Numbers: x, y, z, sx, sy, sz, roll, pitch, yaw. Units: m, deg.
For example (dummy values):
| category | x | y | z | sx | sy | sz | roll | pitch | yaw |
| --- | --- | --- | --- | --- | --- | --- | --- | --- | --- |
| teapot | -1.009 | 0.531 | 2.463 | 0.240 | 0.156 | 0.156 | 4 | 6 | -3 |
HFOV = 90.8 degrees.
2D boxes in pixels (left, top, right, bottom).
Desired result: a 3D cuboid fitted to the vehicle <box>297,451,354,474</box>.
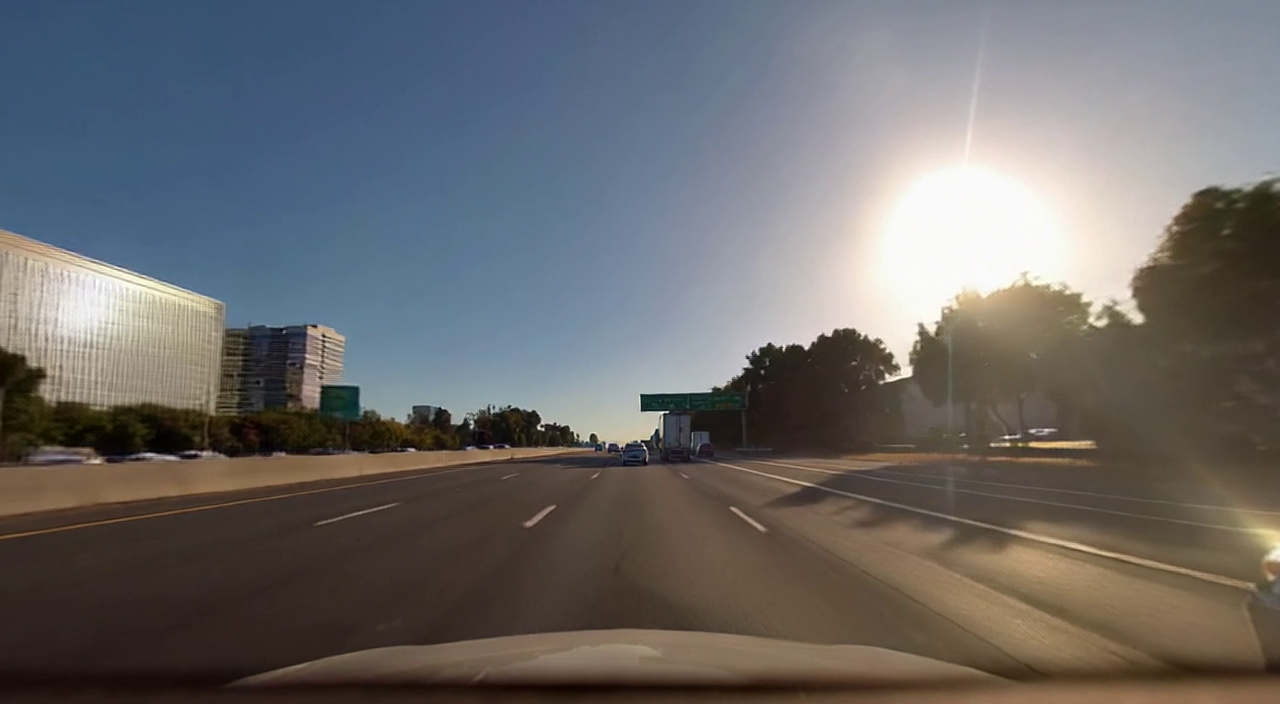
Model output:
| category | x | y | z | sx | sy | sz | roll | pitch | yaw |
| --- | --- | --- | --- | --- | --- | --- | --- | --- | --- |
| vehicle | -22.120 | 7.765 | 44.662 | 1.795 | 1.438 | 4.403 | 0 | -8 | 0 |

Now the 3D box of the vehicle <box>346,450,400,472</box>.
| category | x | y | z | sx | sy | sz | roll | pitch | yaw |
| --- | --- | --- | --- | --- | --- | --- | --- | --- | --- |
| vehicle | -18.688 | 7.636 | 44.418 | 1.898 | 1.438 | 4.179 | 0 | -8 | 1 |

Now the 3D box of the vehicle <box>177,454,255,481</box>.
| category | x | y | z | sx | sy | sz | roll | pitch | yaw |
| --- | --- | --- | --- | --- | --- | --- | --- | --- | --- |
| vehicle | -25.583 | 6.948 | 38.347 | 1.777 | 1.412 | 4.314 | 0 | -8 | -1 |

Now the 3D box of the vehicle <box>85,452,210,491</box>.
| category | x | y | z | sx | sy | sz | roll | pitch | yaw |
| --- | --- | --- | --- | --- | --- | --- | --- | --- | --- |
| vehicle | -21.968 | 5.319 | 28.497 | 1.863 | 1.464 | 4.703 | 0 | -8 | 0 |

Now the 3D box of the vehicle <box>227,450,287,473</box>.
| category | x | y | z | sx | sy | sz | roll | pitch | yaw |
| --- | --- | --- | --- | --- | --- | --- | --- | --- | --- |
| vehicle | -29.967 | 8.547 | 49.550 | 1.904 | 1.592 | 4.520 | 0 | -8 | -1 |

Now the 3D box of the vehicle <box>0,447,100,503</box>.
| category | x | y | z | sx | sy | sz | roll | pitch | yaw |
| --- | --- | --- | --- | --- | --- | --- | --- | --- | --- |
| vehicle | -18.582 | 3.542 | 18.367 | 1.889 | 1.525 | 4.375 | 0 | -8 | 0 |

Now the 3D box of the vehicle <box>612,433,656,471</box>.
| category | x | y | z | sx | sy | sz | roll | pitch | yaw |
| --- | --- | --- | --- | --- | --- | --- | --- | --- | --- |
| vehicle | -0.331 | 5.542 | 35.190 | 2.297 | 1.912 | 4.355 | 0 | -8 | -1 |
